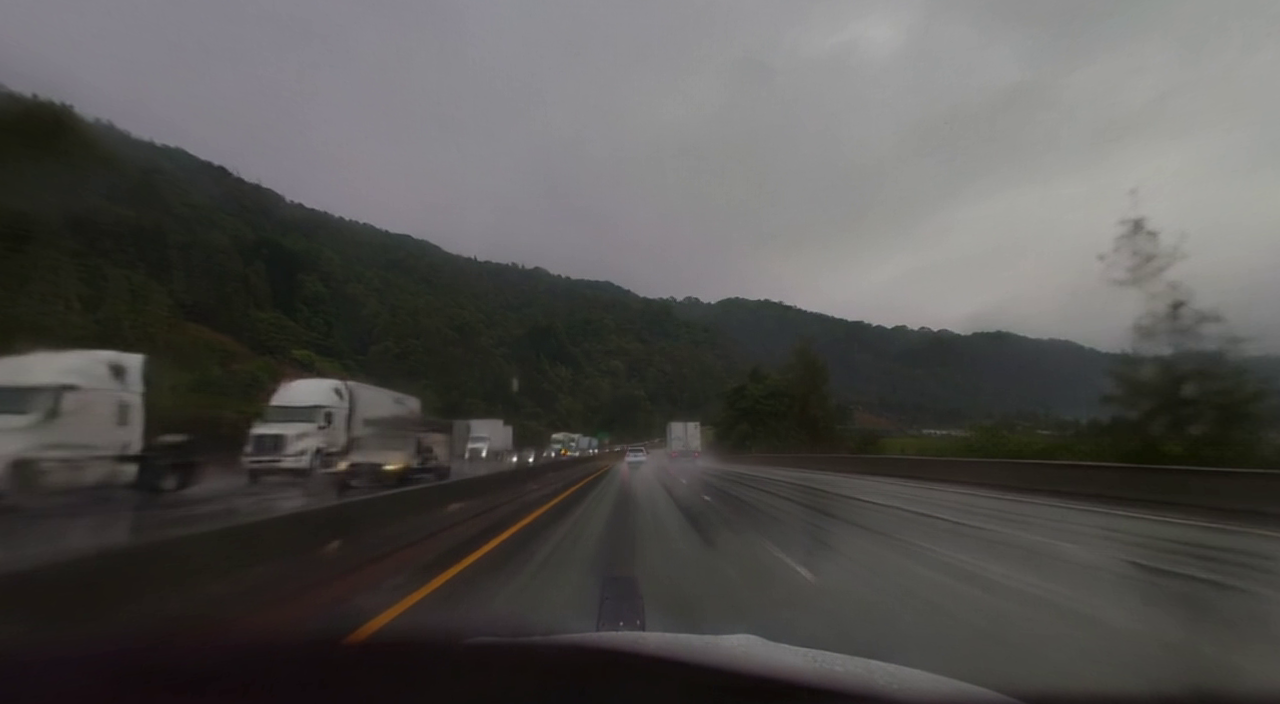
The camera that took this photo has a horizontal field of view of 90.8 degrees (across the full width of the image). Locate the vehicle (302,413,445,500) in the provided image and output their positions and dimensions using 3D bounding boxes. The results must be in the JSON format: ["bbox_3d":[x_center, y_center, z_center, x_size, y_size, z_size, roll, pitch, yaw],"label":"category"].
[{"bbox_3d":[-8.517,3.422,20.921,2.344,2.503,5.344,0,-9,0],"label":"vehicle"}]

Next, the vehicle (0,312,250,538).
[{"bbox_3d":[-12.427,1.723,14.317,2.951,3.988,6.237,0,-9,0],"label":"vehicle"}]

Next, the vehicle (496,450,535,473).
[{"bbox_3d":[-8.715,7.718,44.484,1.844,1.467,3.930,1,-10,1],"label":"vehicle"}]
